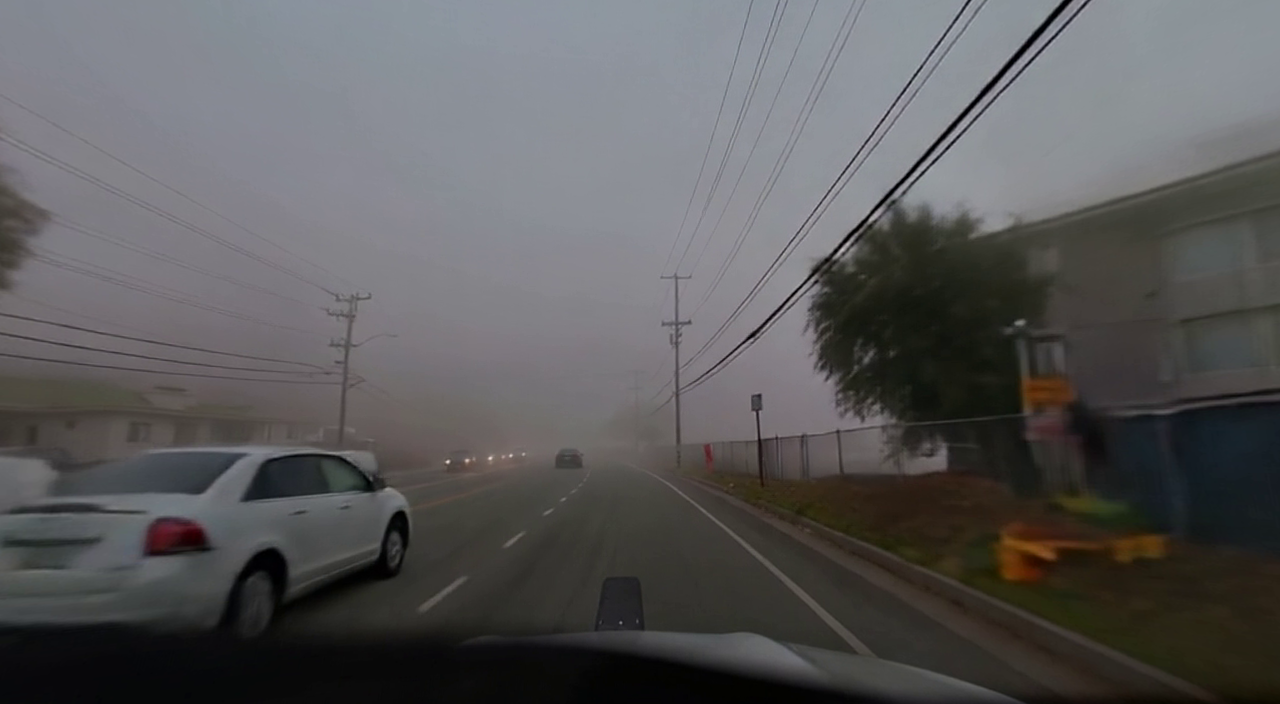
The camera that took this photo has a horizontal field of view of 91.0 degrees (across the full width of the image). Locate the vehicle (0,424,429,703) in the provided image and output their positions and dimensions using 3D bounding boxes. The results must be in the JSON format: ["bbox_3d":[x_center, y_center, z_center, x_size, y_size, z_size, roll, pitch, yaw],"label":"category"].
[{"bbox_3d":[-3.616,1.436,5.352,2.020,1.489,4.469,0,-9,1],"label":"vehicle"}]

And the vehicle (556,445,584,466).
[{"bbox_3d":[-5.405,8.055,49.102,1.992,1.515,4.289,1,-9,-5],"label":"vehicle"}]
